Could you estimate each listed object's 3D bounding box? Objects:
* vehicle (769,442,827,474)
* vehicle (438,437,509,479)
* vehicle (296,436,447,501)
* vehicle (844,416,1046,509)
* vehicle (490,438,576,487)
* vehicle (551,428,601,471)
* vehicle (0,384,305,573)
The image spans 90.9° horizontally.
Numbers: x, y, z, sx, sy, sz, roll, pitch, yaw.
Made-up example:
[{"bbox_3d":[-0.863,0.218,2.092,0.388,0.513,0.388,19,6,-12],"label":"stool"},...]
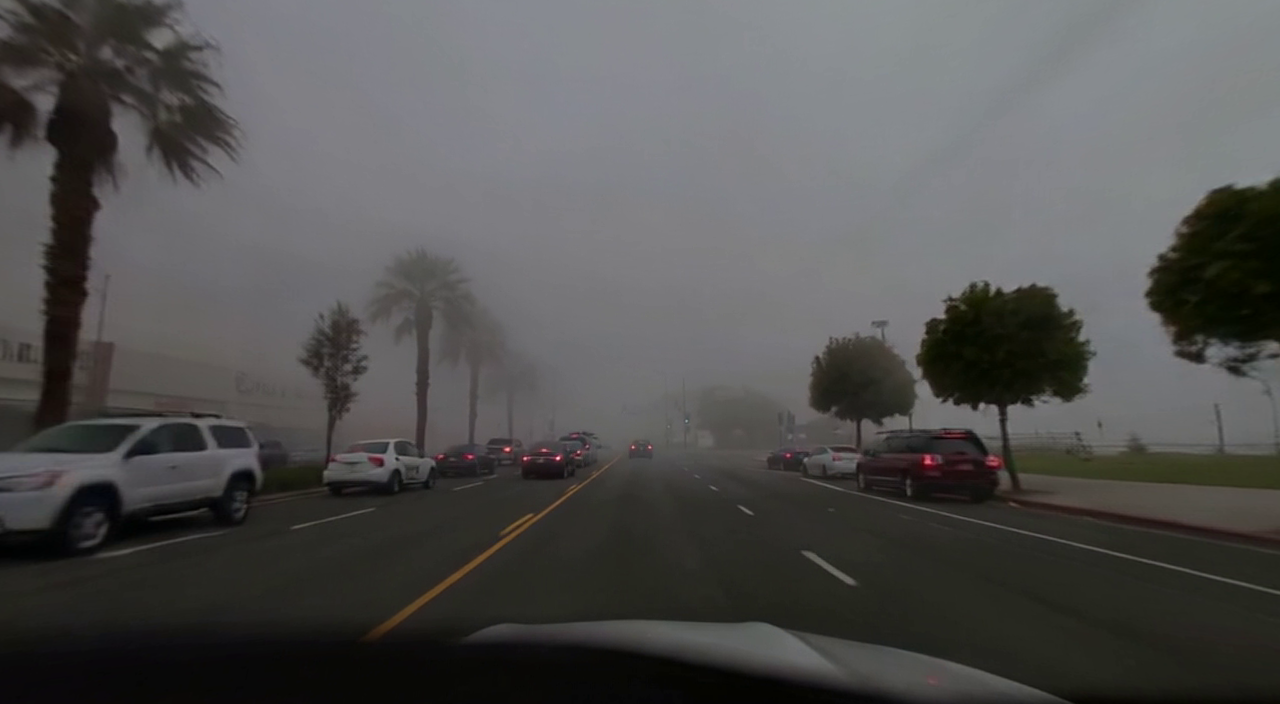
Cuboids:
[{"bbox_3d":[7.815,5.269,31.558,1.888,1.496,4.294,0,-9,1],"label":"vehicle"},{"bbox_3d":[-6.586,4.229,25.403,1.668,1.525,4.168,0,-9,1],"label":"vehicle"},{"bbox_3d":[-6.969,3.074,16.979,2.071,1.501,4.339,0,-9,1],"label":"vehicle"},{"bbox_3d":[7.366,2.764,16.221,2.256,1.936,5.838,0,-9,0],"label":"vehicle"},{"bbox_3d":[-3.482,3.716,21.465,2.044,1.462,4.624,0,-9,1],"label":"vehicle"},{"bbox_3d":[-3.227,5.062,32.744,2.158,2.040,4.511,0,-9,0],"label":"vehicle"},{"bbox_3d":[-6.934,1.551,8.295,2.026,1.735,5.361,0,-9,1],"label":"vehicle"}]
